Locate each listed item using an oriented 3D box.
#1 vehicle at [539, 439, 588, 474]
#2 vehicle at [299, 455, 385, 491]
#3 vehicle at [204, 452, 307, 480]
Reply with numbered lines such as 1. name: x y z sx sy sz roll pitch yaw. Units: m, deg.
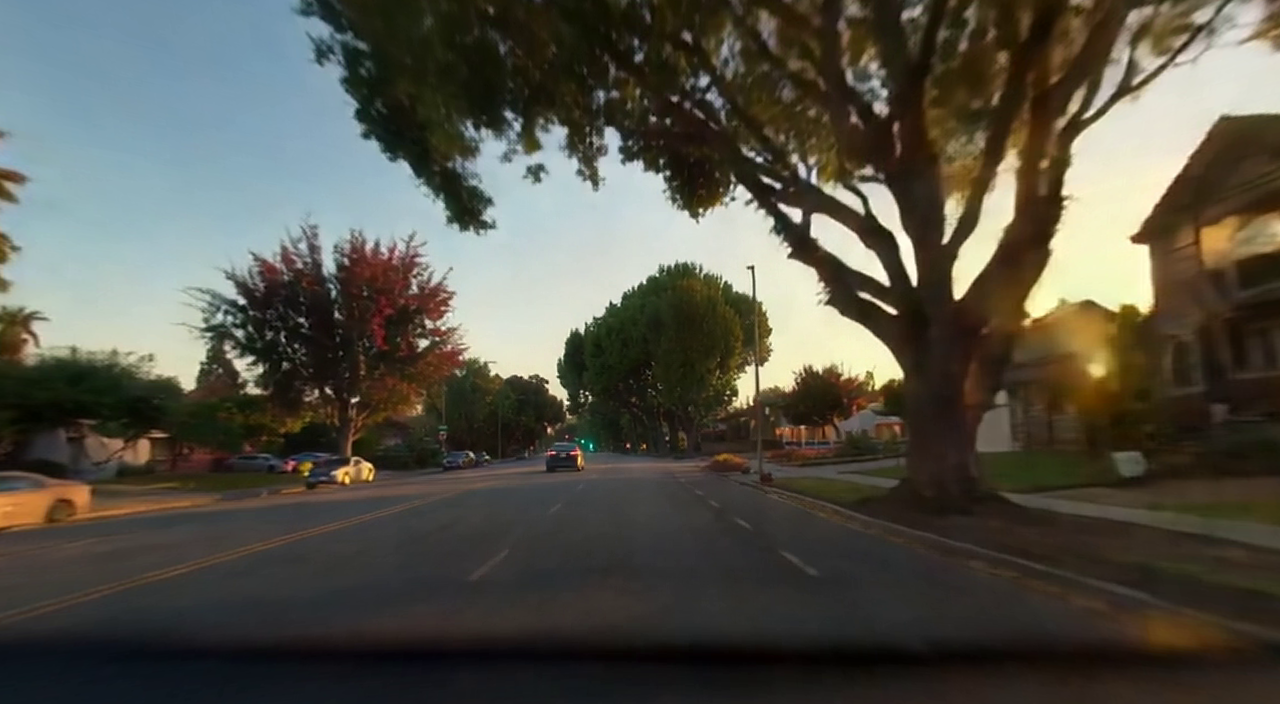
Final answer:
1. vehicle: -4.045 5.583 33.995 2.135 1.731 4.232 0 -8 0
2. vehicle: -14.299 5.810 30.636 1.900 1.494 4.730 0 -8 -1
3. vehicle: -21.722 6.438 35.756 4.669 1.464 1.879 -1 -9 6
